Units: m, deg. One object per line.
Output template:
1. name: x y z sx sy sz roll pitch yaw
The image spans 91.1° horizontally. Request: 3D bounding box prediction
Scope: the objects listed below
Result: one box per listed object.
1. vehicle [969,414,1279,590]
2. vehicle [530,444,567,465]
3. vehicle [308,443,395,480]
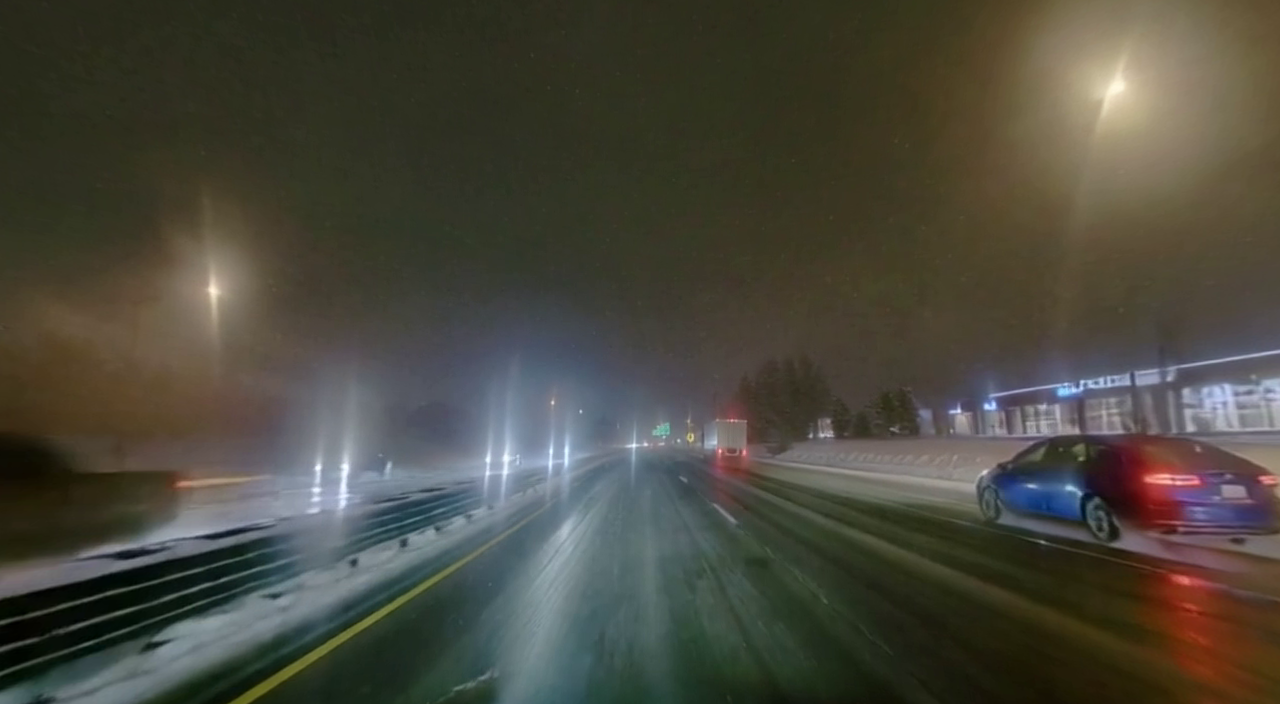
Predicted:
1. vehicle: 6.573 1.670 7.884 2.079 1.518 5.032 0 -8 -1
2. vehicle: -7.020 7.919 48.616 2.071 1.503 4.636 0 -9 2
3. vehicle: -14.649 5.562 32.218 2.137 1.729 4.767 0 -8 1
